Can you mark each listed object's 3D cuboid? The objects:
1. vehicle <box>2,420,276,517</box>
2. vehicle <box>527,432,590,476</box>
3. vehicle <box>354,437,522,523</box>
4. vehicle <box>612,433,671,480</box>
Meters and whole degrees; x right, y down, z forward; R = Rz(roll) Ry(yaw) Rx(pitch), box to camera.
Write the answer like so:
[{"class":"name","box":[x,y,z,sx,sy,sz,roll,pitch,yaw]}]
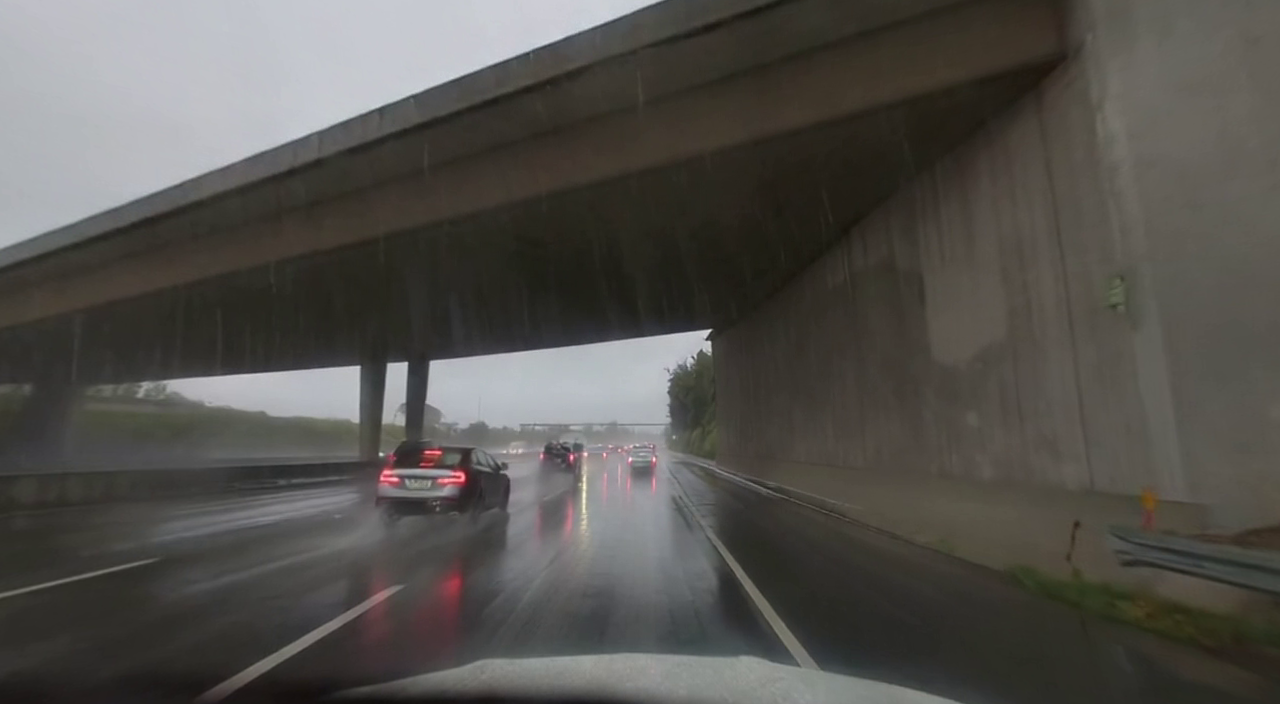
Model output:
[{"class":"vehicle","box":[-10.994,2.577,14.480,2.119,1.816,5.019,0,-8,0]},{"class":"vehicle","box":[-3.663,4.668,29.069,2.237,1.841,4.683,0,-8,1]},{"class":"vehicle","box":[-3.981,2.580,13.323,1.997,1.490,4.471,0,-8,1]},{"class":"vehicle","box":[0.049,4.146,25.206,2.160,1.678,4.178,0,-8,0]}]
